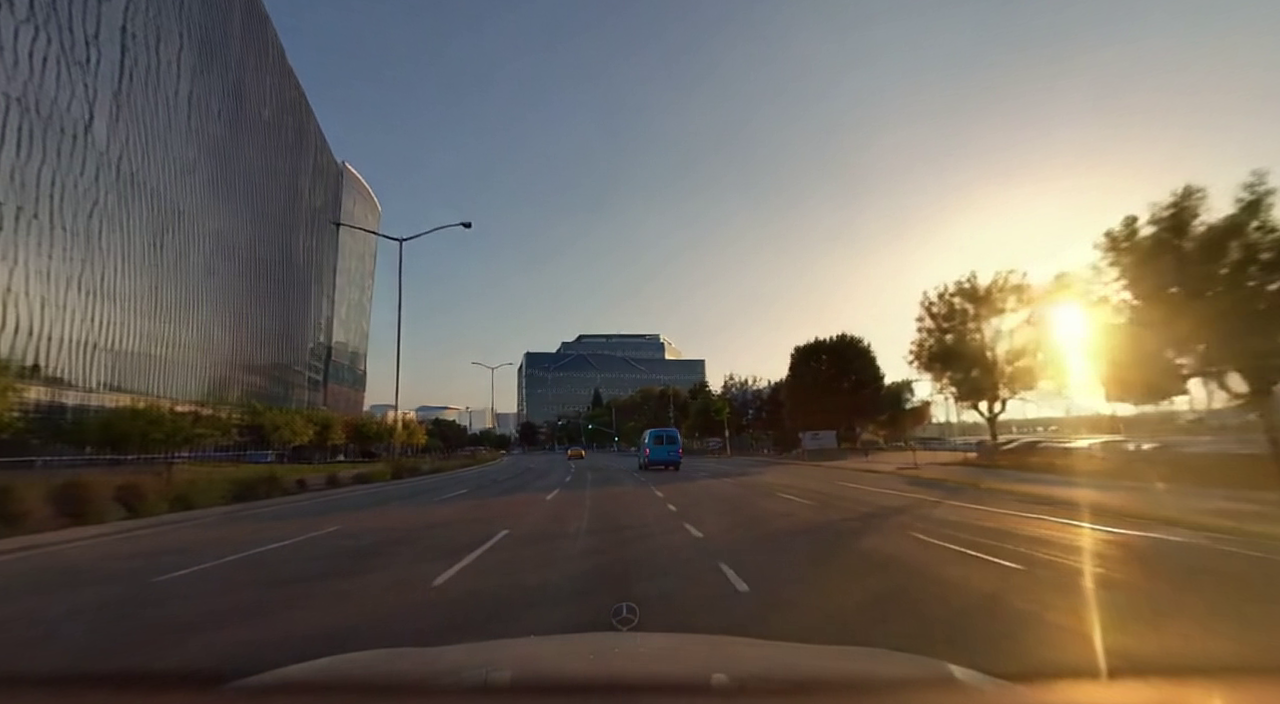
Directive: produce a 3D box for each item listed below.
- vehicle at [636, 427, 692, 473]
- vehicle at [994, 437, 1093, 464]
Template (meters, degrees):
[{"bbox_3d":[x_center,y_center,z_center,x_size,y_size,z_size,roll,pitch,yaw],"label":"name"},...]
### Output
[{"bbox_3d":[1.178,5.186,33.421,2.339,2.244,4.817,1,-8,-6],"label":"vehicle"},{"bbox_3d":[23.045,5.622,36.058,4.271,1.470,1.940,-1,-8,1],"label":"vehicle"}]
